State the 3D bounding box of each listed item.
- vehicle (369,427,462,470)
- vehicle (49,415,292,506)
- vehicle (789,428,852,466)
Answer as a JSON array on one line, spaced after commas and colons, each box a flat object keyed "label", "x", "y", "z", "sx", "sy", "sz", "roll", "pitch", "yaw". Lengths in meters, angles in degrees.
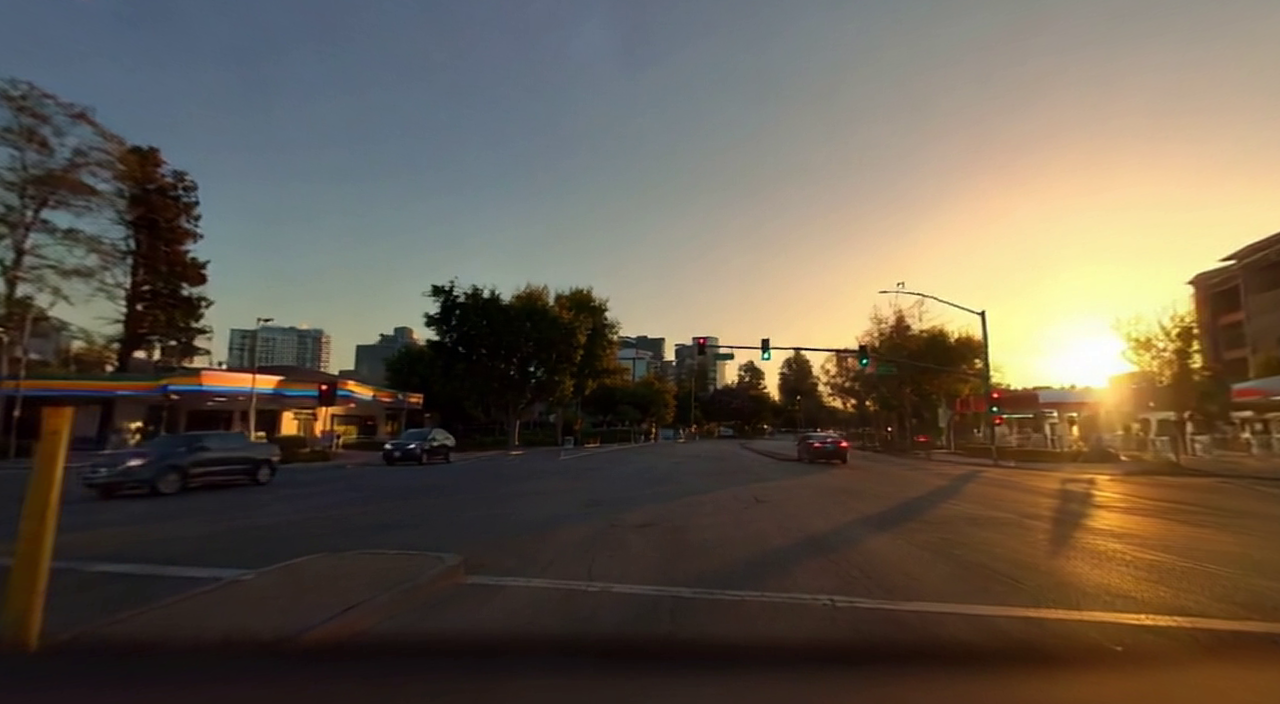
[{"label": "vehicle", "x": -10.072, "y": 4.392, "z": 28.587, "sx": 2.090, "sy": 1.779, "sz": 4.697, "roll": -1, "pitch": -9, "yaw": 6}, {"label": "vehicle", "x": -10.993, "y": 2.581, "z": 15.276, "sx": 2.112, "sy": 1.853, "sz": 4.516, "roll": -1, "pitch": -9, "yaw": 5}, {"label": "vehicle", "x": 8.706, "y": 4.653, "z": 30.670, "sx": 2.090, "sy": 1.717, "sz": 4.063, "roll": 0, "pitch": -8, "yaw": 4}]
